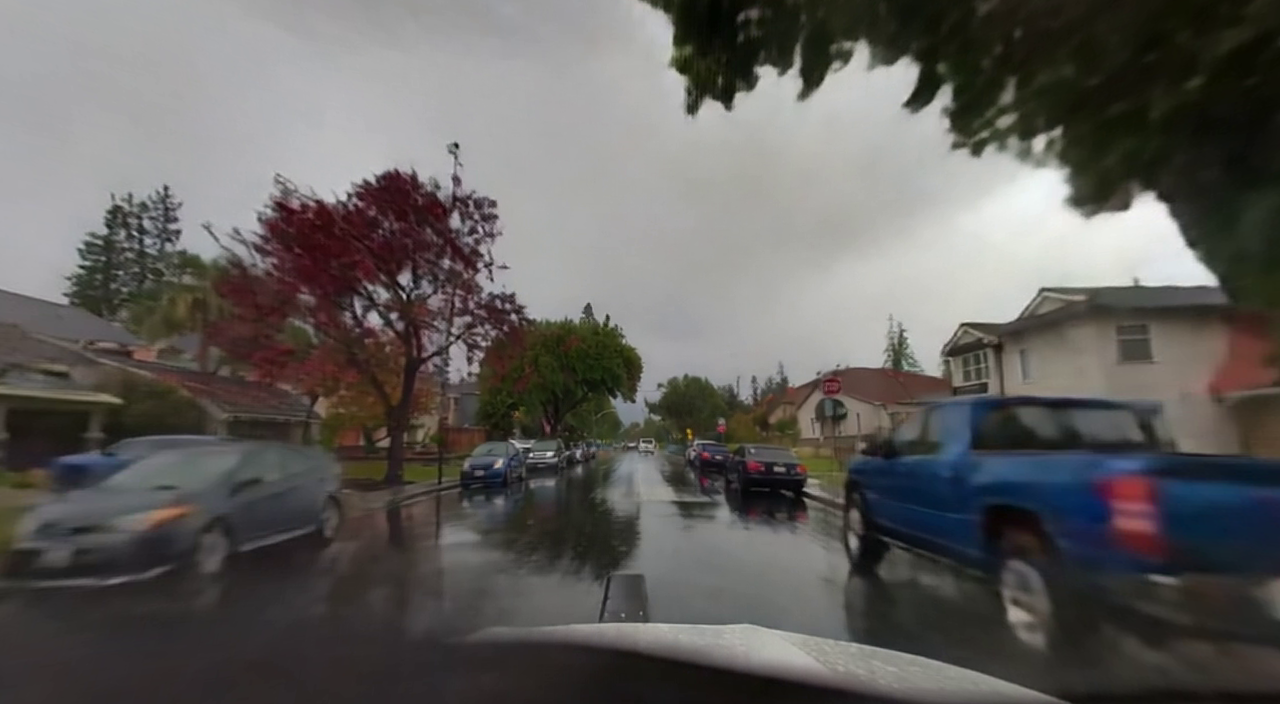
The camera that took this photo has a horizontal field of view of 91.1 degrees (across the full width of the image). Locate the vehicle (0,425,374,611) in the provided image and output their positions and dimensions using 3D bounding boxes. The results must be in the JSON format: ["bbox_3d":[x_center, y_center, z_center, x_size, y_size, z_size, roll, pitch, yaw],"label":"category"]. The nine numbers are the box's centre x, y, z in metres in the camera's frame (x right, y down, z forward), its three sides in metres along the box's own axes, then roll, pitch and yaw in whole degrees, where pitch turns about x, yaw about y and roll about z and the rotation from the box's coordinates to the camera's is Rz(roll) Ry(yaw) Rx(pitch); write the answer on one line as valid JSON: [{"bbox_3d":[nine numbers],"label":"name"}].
[{"bbox_3d":[-5.298,1.734,7.708,1.895,1.530,4.496,2,-8,2],"label":"vehicle"}]

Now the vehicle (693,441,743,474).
[{"bbox_3d":[3.744,5.149,30.912,1.987,1.518,4.686,0,-8,2],"label":"vehicle"}]

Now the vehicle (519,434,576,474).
[{"bbox_3d":[-4.690,5.243,32.570,2.162,1.857,4.758,2,-8,1],"label":"vehicle"}]

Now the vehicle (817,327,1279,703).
[{"bbox_3d":[3.311,1.180,5.306,2.240,1.911,4.878,0,-8,1],"label":"vehicle"}]

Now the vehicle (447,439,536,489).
[{"bbox_3d":[-5.185,3.944,22.584,1.872,1.515,4.535,1,-8,2],"label":"vehicle"}]

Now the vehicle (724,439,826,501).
[{"bbox_3d":[3.642,3.266,17.841,1.871,1.514,4.553,0,-8,0],"label":"vehicle"}]
